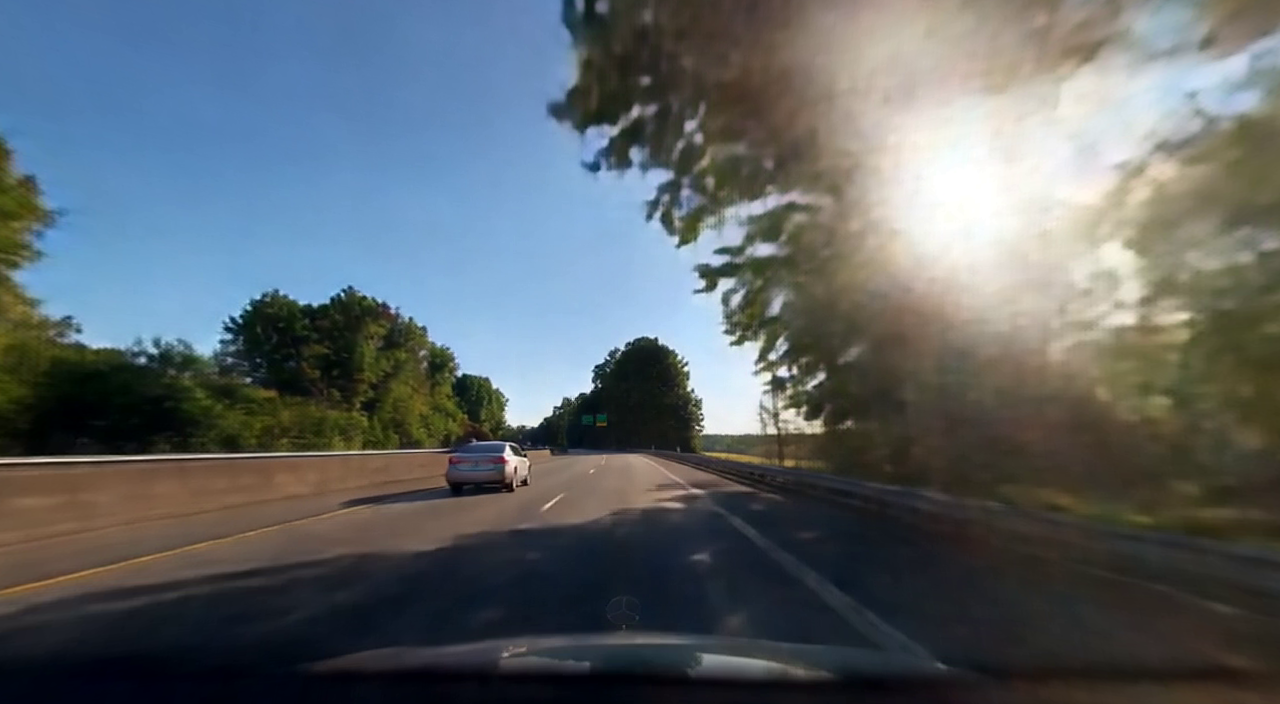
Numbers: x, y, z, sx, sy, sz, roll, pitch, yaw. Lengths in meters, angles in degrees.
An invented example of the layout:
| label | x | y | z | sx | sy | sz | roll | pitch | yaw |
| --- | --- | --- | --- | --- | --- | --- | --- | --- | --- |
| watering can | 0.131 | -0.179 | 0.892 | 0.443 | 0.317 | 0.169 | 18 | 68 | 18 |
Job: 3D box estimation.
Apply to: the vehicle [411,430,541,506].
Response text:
| label | x | y | z | sx | sy | sz | roll | pitch | yaw |
| --- | --- | --- | --- | --- | --- | --- | --- | --- | --- |
| vehicle | -3.689 | 2.689 | 14.972 | 1.990 | 1.532 | 3.911 | 0 | -9 | 0 |
